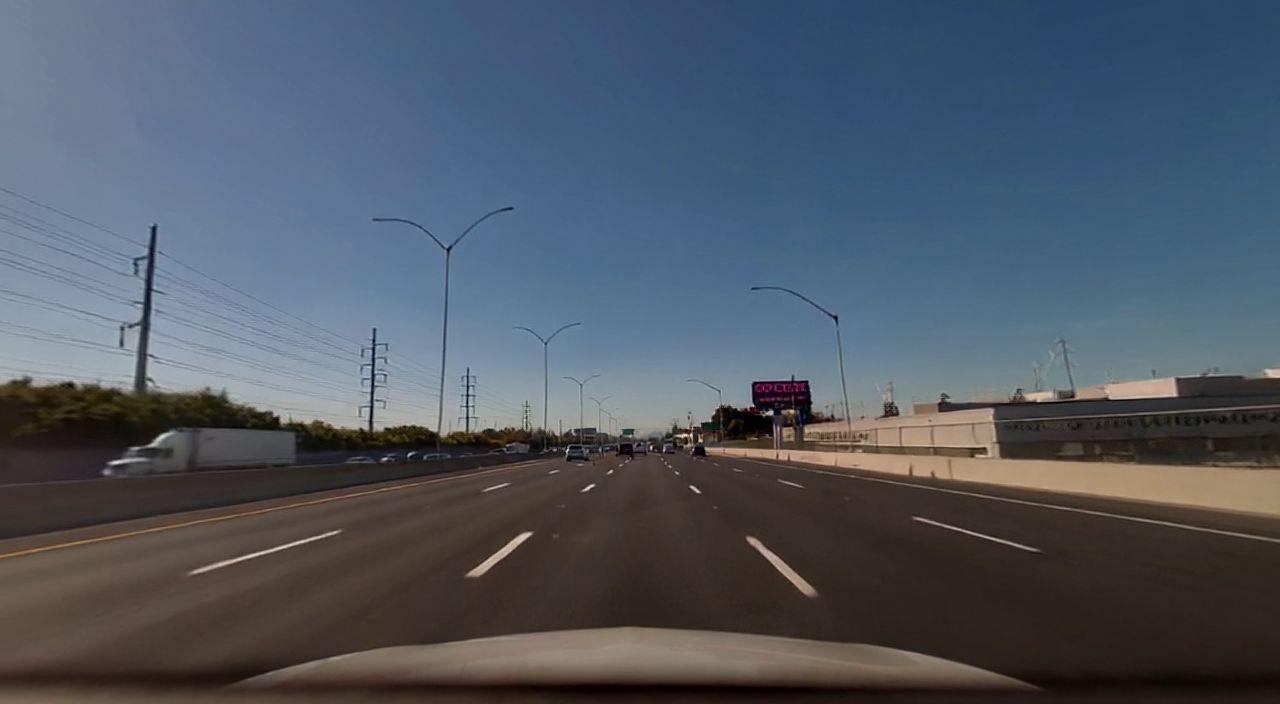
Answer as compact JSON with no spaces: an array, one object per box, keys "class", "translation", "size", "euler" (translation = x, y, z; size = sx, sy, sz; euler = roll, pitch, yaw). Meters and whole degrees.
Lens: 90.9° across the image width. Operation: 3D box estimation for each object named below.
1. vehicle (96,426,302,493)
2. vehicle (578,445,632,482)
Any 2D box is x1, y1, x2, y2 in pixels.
[{"class":"vehicle","translation":[-23.246,5.703,34.569],"size":[2.956,2.946,11.348],"euler":[-2,-8,2]},{"class":"vehicle","translation":[-1.424,4.719,27.017],"size":[1.891,1.444,3.968],"euler":[-1,-8,3]}]
